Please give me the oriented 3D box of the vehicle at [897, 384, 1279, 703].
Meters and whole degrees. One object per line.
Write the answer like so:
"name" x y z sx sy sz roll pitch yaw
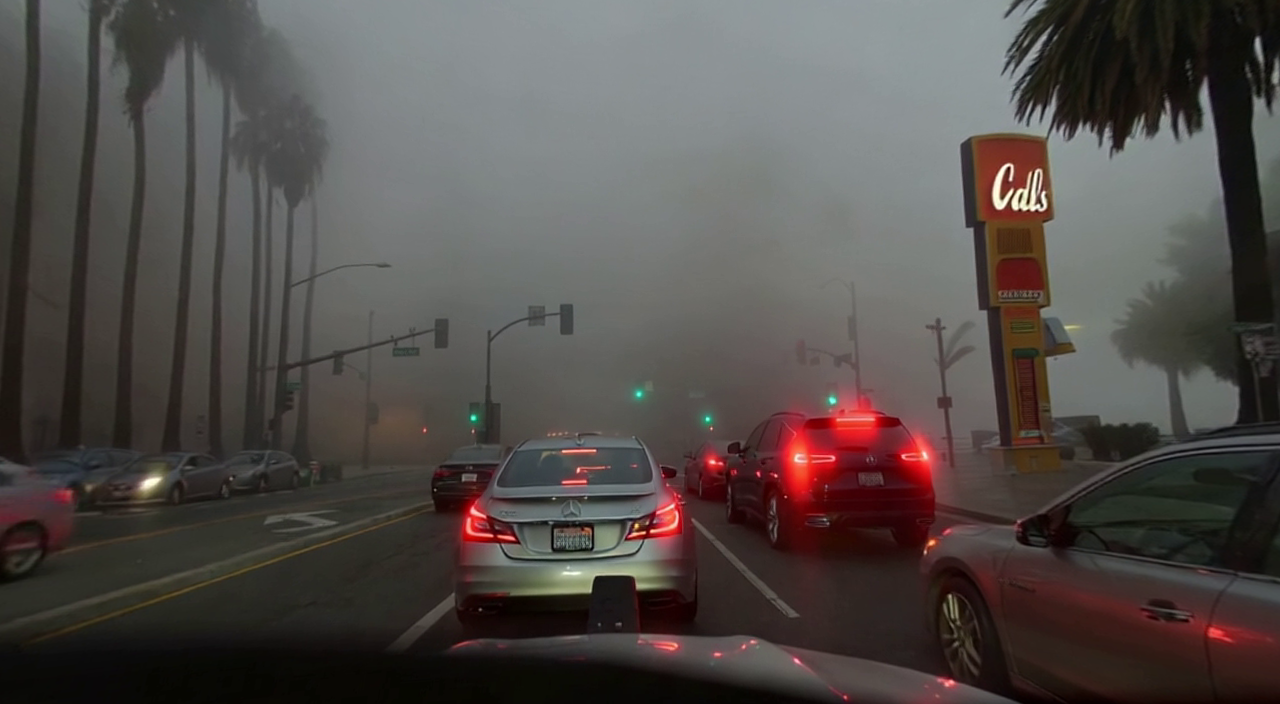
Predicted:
"vehicle" 2.617 0.815 1.526 2.085 1.469 4.458 0 -9 0

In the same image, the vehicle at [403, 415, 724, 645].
"vehicle" -0.521 1.475 6.252 2.096 1.492 4.071 0 -9 -1

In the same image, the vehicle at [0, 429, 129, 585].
"vehicle" -7.146 1.414 5.492 1.945 1.494 4.252 0 -9 -3

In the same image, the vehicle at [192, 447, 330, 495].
"vehicle" -12.876 4.027 21.902 1.856 1.455 4.700 0 -9 0

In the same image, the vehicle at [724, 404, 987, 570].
"vehicle" 2.630 1.786 9.095 2.096 1.775 4.440 0 -9 -1
